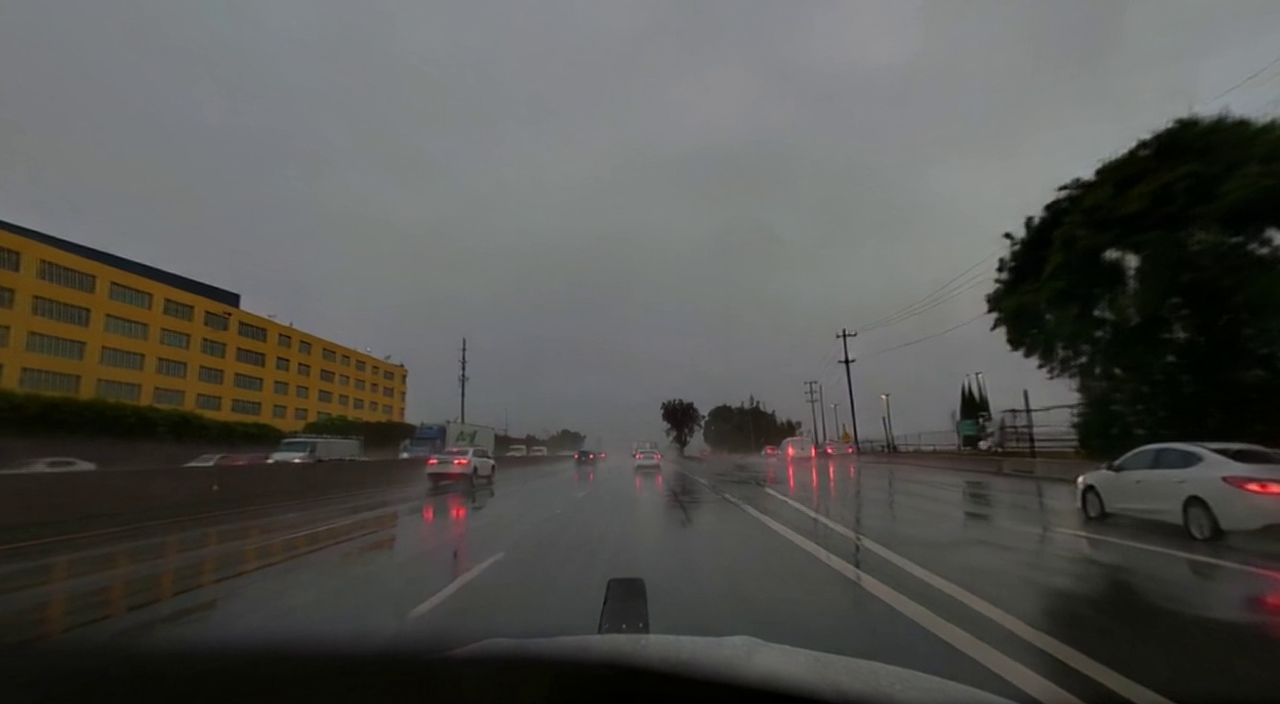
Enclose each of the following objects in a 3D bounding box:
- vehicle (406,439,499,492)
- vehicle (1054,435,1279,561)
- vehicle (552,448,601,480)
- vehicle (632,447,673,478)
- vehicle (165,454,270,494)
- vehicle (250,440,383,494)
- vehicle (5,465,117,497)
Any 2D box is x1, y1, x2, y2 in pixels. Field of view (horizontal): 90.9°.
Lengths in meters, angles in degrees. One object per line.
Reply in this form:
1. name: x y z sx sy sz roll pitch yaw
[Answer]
1. vehicle: -7.204 4.379 24.851 2.106 1.827 4.814 -1 -8 1
2. vehicle: 8.768 2.046 9.699 1.966 1.484 4.610 -1 -8 5
3. vehicle: -3.312 5.920 33.671 2.059 1.508 4.662 -1 -8 1
4. vehicle: 0.641 6.037 34.768 2.107 1.538 3.999 0 -8 0
5. vehicle: -20.181 5.793 30.378 1.853 1.671 4.525 -1 -8 1
6. vehicle: -12.919 4.592 25.771 2.283 1.915 5.774 -1 -8 1
7. vehicle: -28.488 6.337 31.208 1.896 1.447 3.814 0 -10 -1
